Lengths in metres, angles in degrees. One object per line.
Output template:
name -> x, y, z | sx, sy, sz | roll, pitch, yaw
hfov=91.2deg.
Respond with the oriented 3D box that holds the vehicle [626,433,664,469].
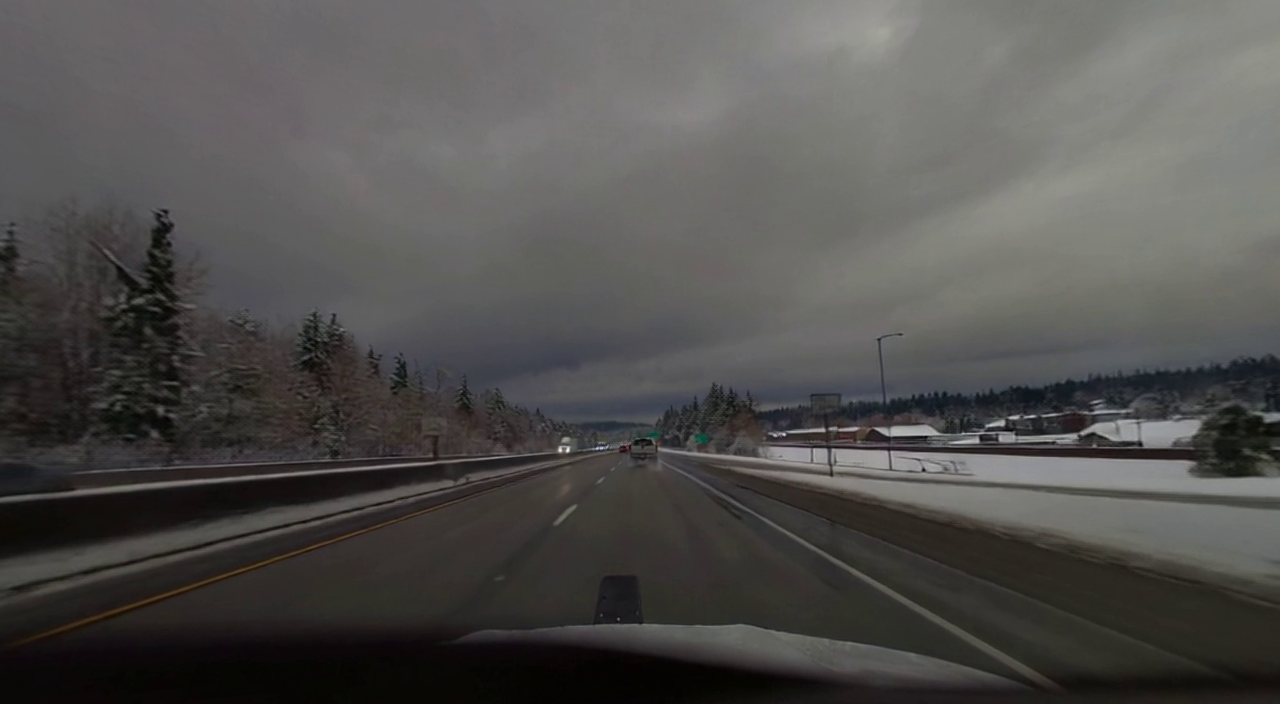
vehicle -> 0.351, 6.385, 40.347 | 2.268, 2.122, 4.595 | -1, -9, 1
